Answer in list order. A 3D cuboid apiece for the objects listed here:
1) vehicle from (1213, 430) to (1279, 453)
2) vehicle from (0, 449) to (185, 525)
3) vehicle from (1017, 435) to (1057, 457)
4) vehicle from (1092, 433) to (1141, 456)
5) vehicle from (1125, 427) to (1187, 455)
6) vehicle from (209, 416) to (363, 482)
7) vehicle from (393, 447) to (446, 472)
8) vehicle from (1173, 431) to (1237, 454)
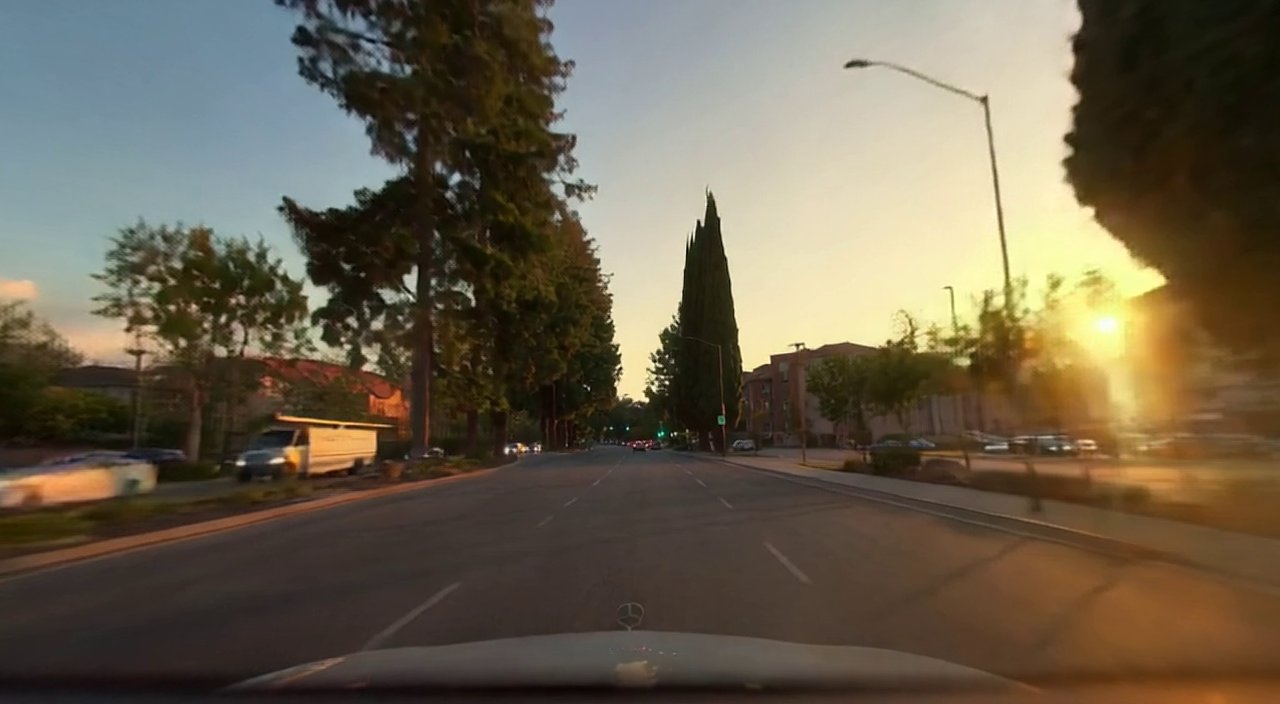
[{"bbox_3d":[41.725,6.202,43.414,1.895,1.496,3.889,-3,-9,20],"label":"vehicle"},{"bbox_3d":[-13.827,3.148,15.374,1.914,1.496,4.742,0,-8,0],"label":"vehicle"},{"bbox_3d":[27.143,6.433,43.192,2.002,1.460,4.533,-5,-9,29],"label":"vehicle"},{"bbox_3d":[32.803,6.373,43.485,1.826,1.478,4.336,-4,-9,26],"label":"vehicle"},{"bbox_3d":[35.690,6.191,43.719,2.129,1.846,4.542,-4,-9,24],"label":"vehicle"},{"bbox_3d":[-20.965,5.900,38.594,3.141,3.464,11.209,0,-8,-1],"label":"vehicle"},{"bbox_3d":[-14.119,6.892,40.615,1.830,1.474,4.623,0,-8,-2],"label":"vehicle"},{"bbox_3d":[38.211,6.152,42.739,1.894,1.462,4.345,-4,-9,24],"label":"vehicle"}]
